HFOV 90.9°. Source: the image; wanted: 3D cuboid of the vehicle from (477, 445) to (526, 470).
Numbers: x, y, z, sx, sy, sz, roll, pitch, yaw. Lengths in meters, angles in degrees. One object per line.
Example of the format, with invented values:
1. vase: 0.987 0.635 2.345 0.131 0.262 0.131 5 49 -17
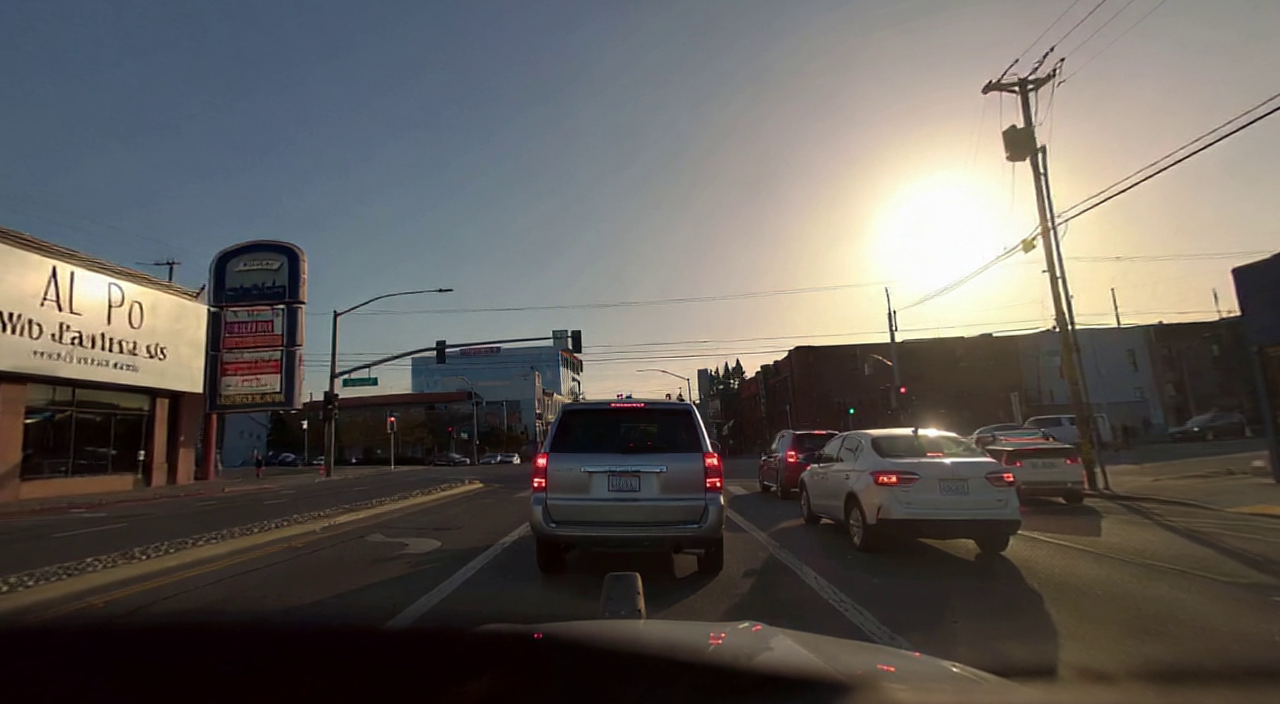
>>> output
1. vehicle: -10.787 8.258 49.481 2.224 1.840 5.290 -1 -8 5

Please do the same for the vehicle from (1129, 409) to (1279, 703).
1. vehicle: 3.366 0.730 0.806 1.884 1.484 4.609 0 -8 2

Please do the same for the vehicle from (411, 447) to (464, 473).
1. vehicle: -14.458 7.679 45.300 2.102 1.737 4.570 0 -8 3

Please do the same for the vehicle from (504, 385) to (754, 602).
1. vehicle: -0.006 1.534 7.679 2.154 1.861 4.280 0 -8 3

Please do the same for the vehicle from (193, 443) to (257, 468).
1. vehicle: -27.456 6.868 41.846 1.693 1.563 3.716 0 -8 0

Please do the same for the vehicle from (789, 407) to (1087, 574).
1. vehicle: 3.616 1.759 8.789 2.036 1.719 4.318 0 -8 0
